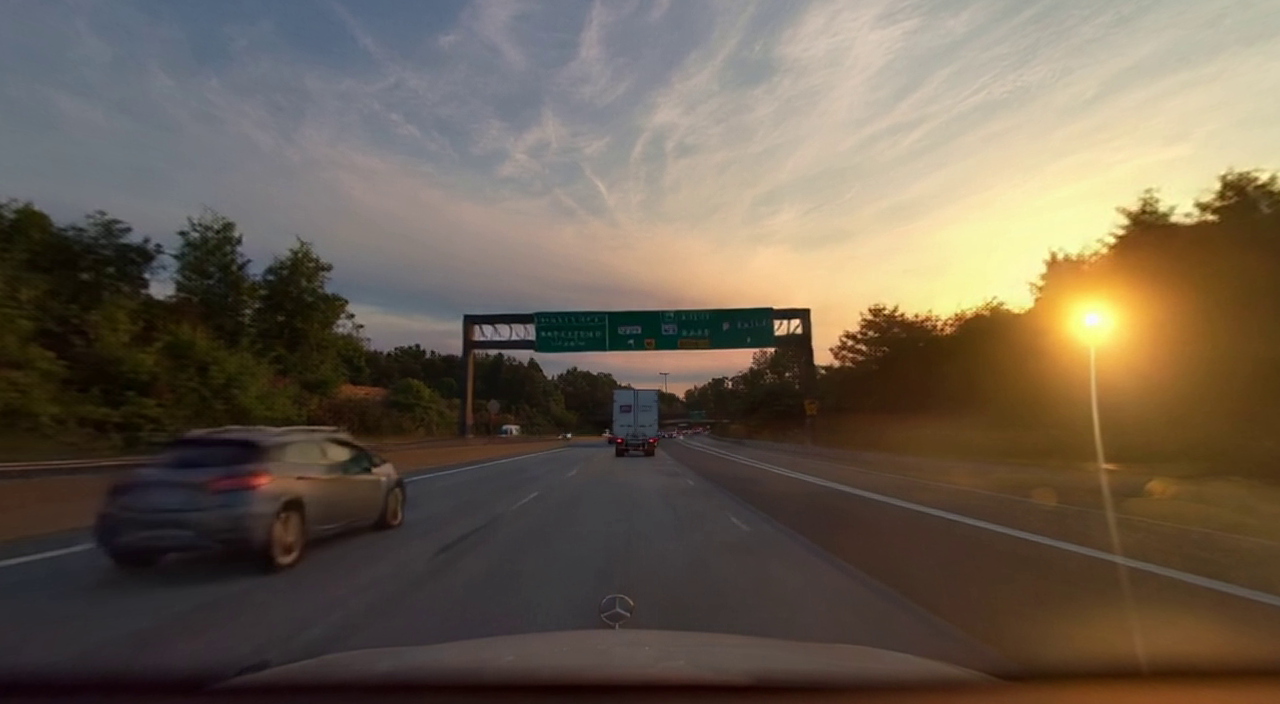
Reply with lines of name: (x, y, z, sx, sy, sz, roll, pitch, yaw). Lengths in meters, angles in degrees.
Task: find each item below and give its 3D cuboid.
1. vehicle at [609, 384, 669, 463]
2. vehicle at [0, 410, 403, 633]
vehicle: (-0.143, 3.981, 34.257, 2.855, 3.741, 8.587, 0, -8, -1)
vehicle: (-4.119, 1.415, 6.317, 1.931, 1.479, 4.083, 0, -8, -1)
